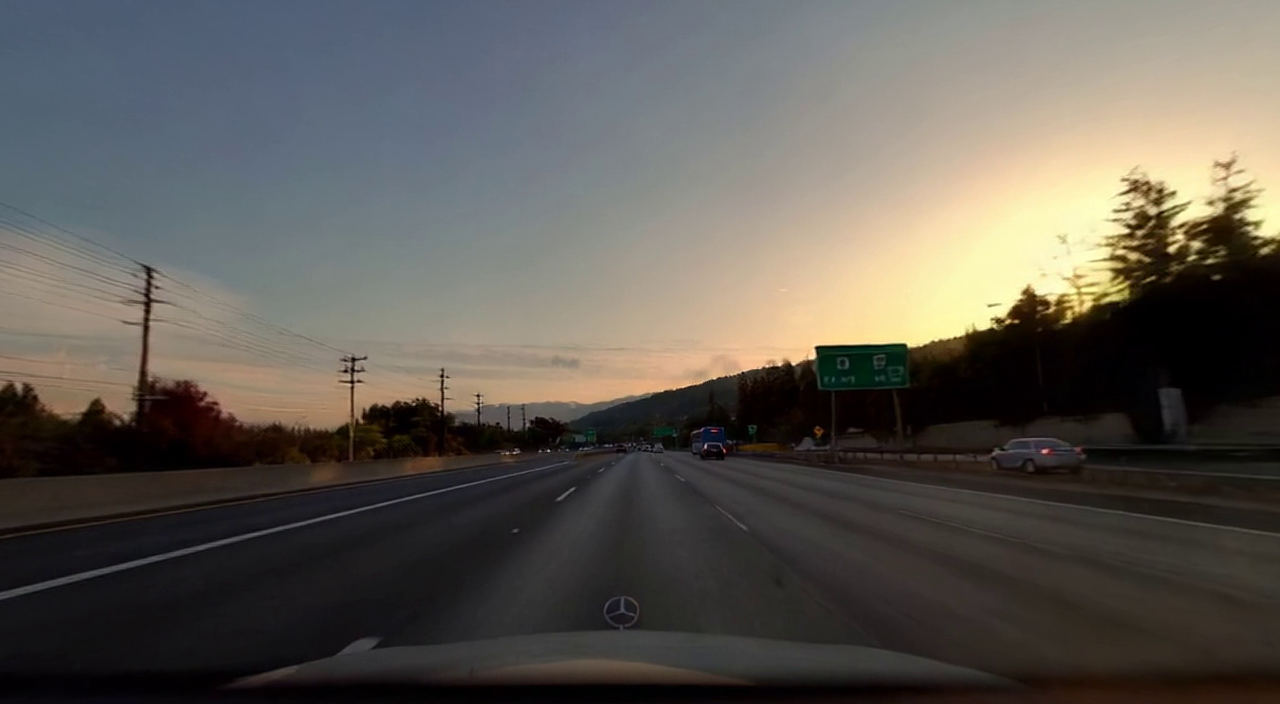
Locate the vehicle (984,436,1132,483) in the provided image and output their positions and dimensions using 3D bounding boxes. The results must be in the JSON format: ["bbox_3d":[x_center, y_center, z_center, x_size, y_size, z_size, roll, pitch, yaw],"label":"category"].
[{"bbox_3d":[14.643,3.787,22.441,2.089,1.484,4.573,0,-9,-1],"label":"vehicle"}]
